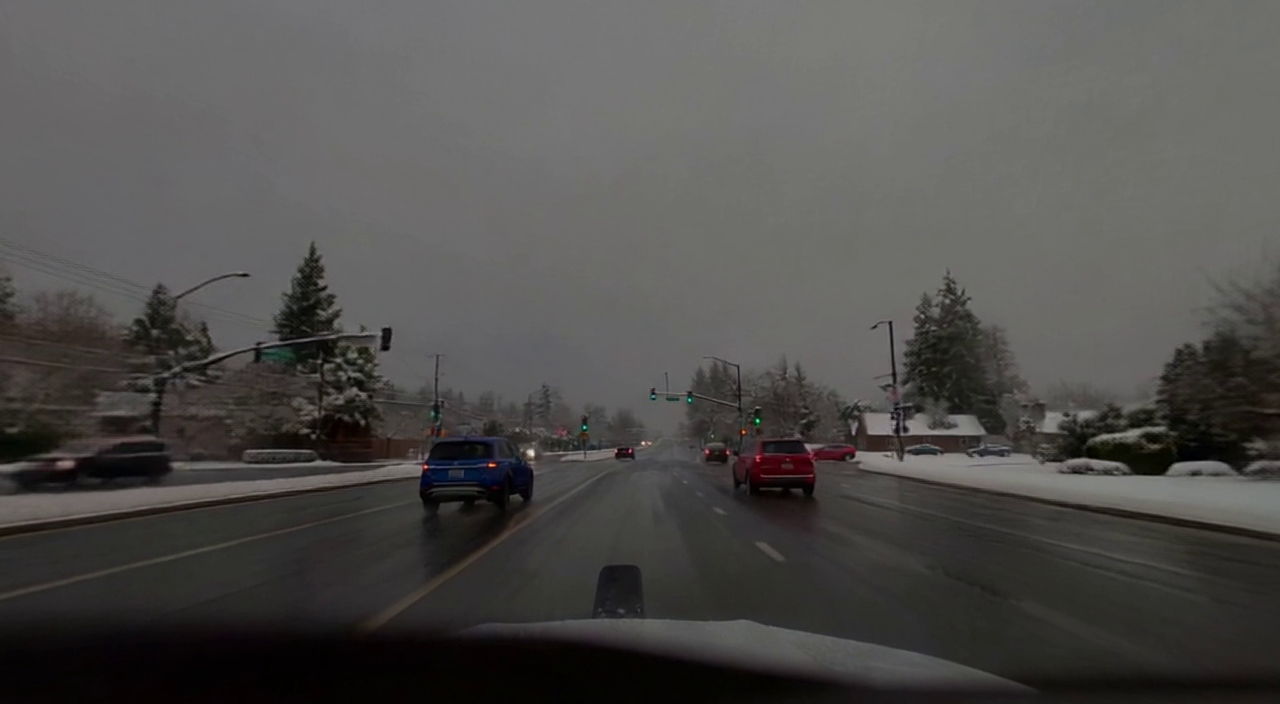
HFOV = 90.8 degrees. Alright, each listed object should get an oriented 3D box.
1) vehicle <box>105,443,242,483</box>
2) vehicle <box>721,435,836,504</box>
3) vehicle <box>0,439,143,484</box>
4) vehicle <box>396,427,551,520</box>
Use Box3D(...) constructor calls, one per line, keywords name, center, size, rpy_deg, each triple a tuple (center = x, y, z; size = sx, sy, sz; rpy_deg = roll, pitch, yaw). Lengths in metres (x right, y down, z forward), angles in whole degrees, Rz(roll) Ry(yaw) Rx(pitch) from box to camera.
Box3D(name="vehicle", center=(-19.217, 4.571, 26.362), size=(1.997, 1.471, 4.772), rpy_deg=(0, -8, 1))
Box3D(name="vehicle", center=(3.648, 3.190, 17.609), size=(2.132, 1.659, 4.387), rpy_deg=(0, -8, -1))
Box3D(name="vehicle", center=(-23.452, 4.442, 26.041), size=(2.244, 1.670, 4.353), rpy_deg=(-1, -8, 2))
Box3D(name="vehicle", center=(-3.401, 2.583, 13.999), size=(2.045, 1.688, 4.632), rpy_deg=(0, -8, 2))
